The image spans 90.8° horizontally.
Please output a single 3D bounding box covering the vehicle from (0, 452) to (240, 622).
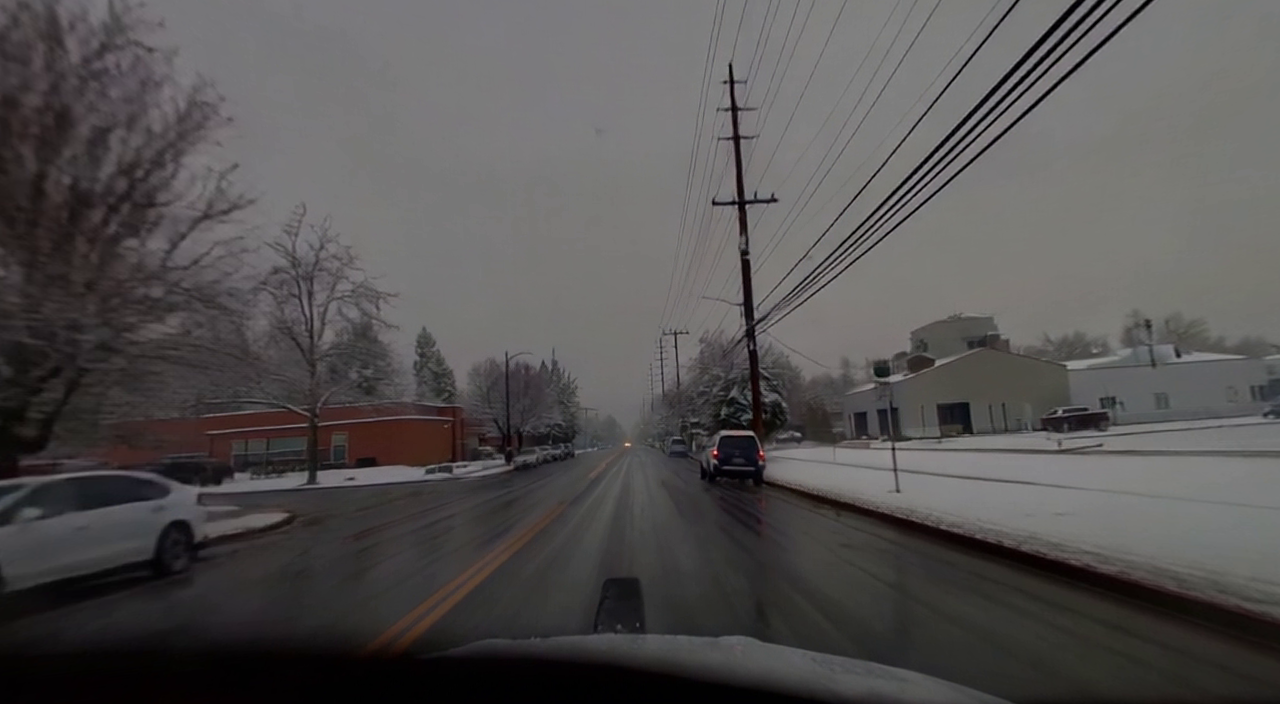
[{"bbox_3d":[-6.498,1.861,6.659,1.804,1.403,4.174,-3,-8,1],"label":"vehicle"}]

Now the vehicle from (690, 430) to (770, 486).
[{"bbox_3d":[3.159,3.868,23.367,2.138,1.820,5.218,0,-8,0],"label":"vehicle"}]
